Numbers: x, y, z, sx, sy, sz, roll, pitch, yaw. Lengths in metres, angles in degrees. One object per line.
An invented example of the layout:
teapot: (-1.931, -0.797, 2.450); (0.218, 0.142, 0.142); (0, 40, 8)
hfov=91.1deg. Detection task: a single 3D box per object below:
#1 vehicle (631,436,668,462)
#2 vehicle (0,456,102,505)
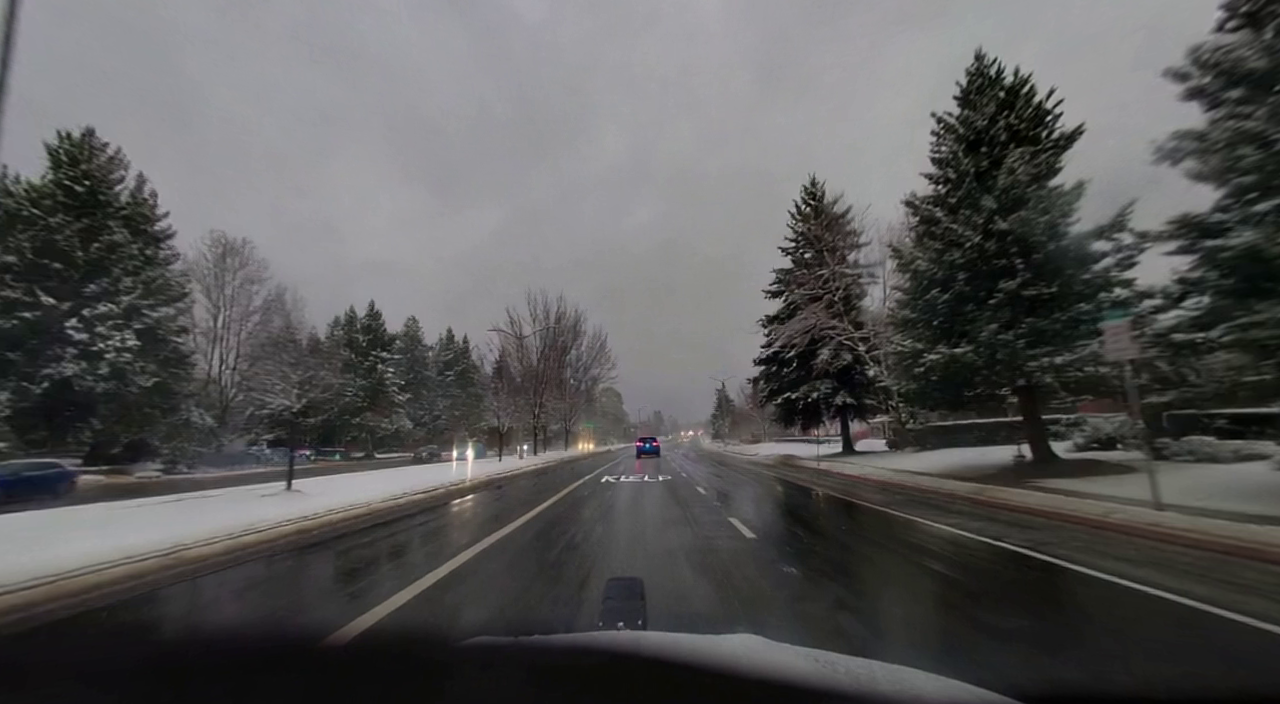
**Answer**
vehicle: (0.620, 5.907, 38.461); (2.144, 1.505, 4.128); (0, -8, 1)
vehicle: (-20.970, 4.251, 20.943); (1.872, 1.459, 4.628); (0, -8, 0)
